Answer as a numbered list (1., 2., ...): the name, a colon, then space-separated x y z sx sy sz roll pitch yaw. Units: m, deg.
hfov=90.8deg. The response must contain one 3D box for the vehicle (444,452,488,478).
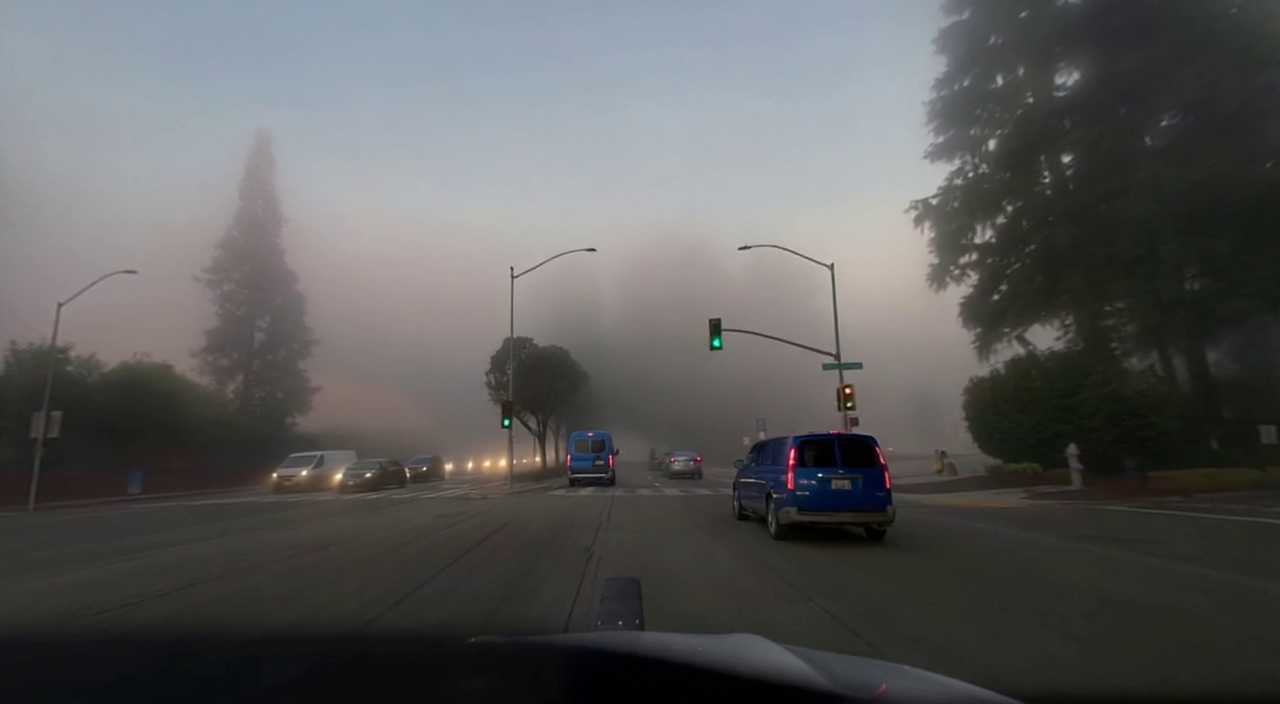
1. vehicle: -12.232 7.963 44.707 1.988 1.689 4.047 0 -9 0

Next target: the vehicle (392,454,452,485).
1. vehicle: -12.310 6.621 35.929 1.956 1.625 4.123 0 -9 -1

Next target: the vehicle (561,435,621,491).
1. vehicle: -1.951 4.483 25.900 2.228 2.054 4.309 0 -9 -3

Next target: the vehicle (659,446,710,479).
1. vehicle: 2.332 5.935 34.268 2.248 1.692 4.252 0 -9 -3

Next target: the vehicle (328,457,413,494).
1. vehicle: -12.206 5.598 28.986 2.128 1.496 4.432 0 -9 -3

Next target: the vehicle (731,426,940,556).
1. vehicle: 2.868 2.135 10.416 1.965 1.671 4.146 0 -9 -2

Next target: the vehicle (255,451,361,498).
1. vehicle: -16.018 5.879 30.924 2.299 2.015 5.743 0 -9 -3
